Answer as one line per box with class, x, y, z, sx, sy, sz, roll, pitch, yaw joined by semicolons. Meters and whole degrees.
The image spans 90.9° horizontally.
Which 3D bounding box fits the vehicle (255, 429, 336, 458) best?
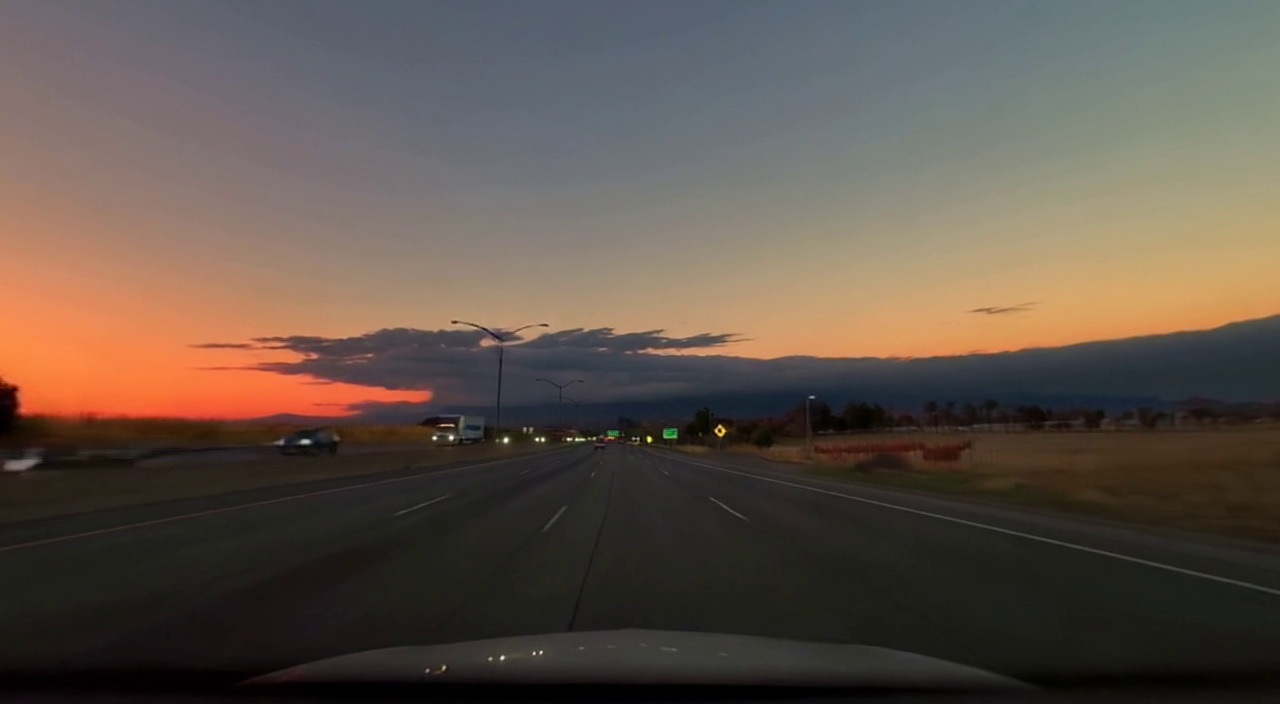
vehicle;-21.089;5.656;38.901;2.147;1.654;5.269;0;-8;-2
